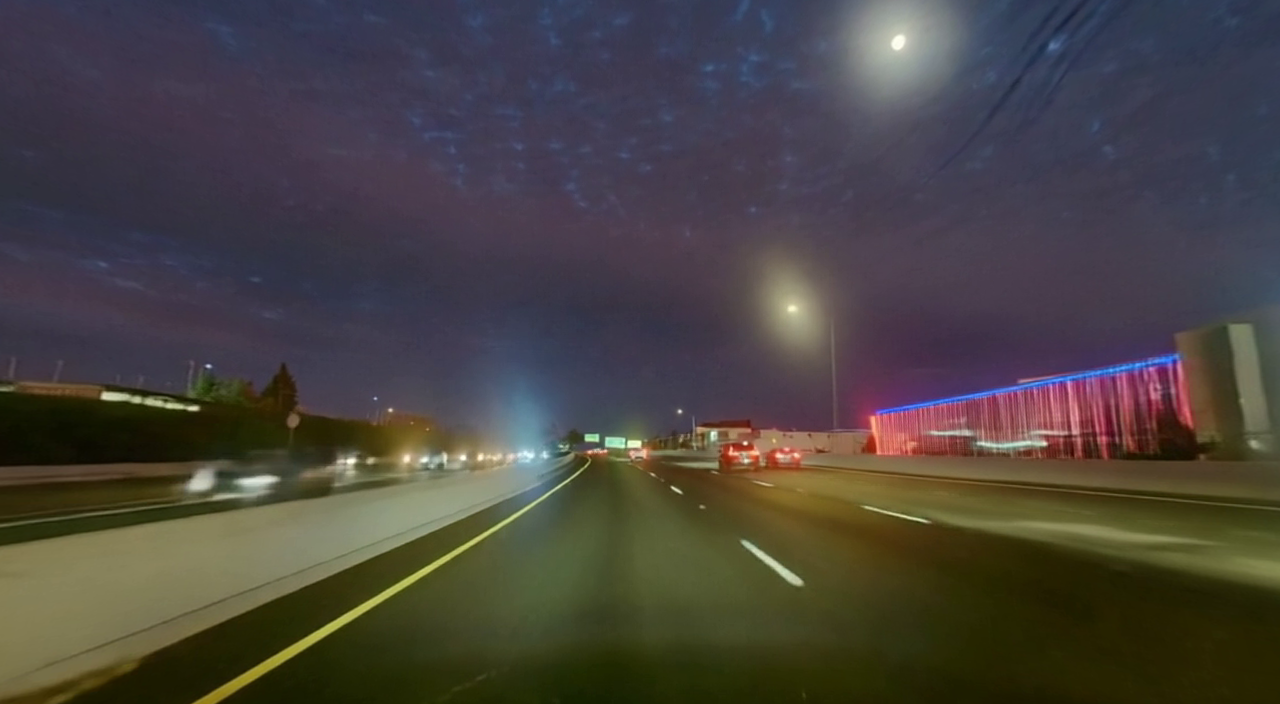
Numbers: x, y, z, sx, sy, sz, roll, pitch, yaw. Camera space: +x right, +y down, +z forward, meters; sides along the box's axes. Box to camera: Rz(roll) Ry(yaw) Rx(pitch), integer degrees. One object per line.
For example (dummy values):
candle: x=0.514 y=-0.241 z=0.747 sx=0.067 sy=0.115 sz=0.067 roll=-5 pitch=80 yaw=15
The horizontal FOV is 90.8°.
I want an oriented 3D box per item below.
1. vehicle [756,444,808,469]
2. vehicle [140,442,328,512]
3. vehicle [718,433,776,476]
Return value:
vehicle: x=9.017 y=6.674 z=40.643 sx=1.981 sy=1.508 sz=4.768 roll=0 pitch=-9 yaw=-3
vehicle: x=-9.885 y=3.020 z=15.941 sx=1.799 sy=1.433 sz=4.661 roll=0 pitch=-8 yaw=-2
vehicle: x=5.747 y=5.584 z=34.617 sx=2.043 sy=2.154 sz=4.731 roll=0 pitch=-9 yaw=-3
